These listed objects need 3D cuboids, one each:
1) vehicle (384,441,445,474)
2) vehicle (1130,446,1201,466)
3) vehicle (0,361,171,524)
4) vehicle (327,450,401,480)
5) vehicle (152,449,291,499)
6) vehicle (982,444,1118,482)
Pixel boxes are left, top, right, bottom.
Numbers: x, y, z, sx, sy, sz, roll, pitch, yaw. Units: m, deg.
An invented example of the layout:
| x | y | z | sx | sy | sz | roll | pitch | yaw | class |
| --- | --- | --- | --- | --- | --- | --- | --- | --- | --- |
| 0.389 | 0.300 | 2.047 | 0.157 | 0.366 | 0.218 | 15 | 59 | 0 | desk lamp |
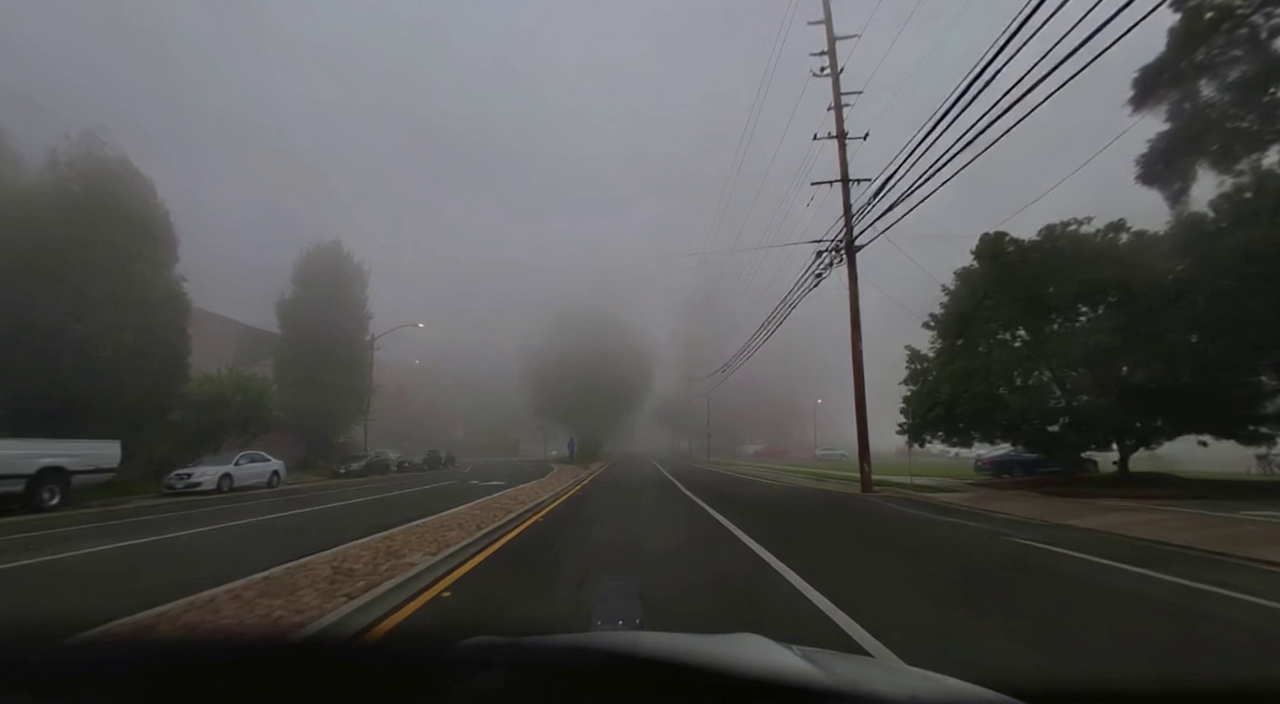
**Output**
| x | y | z | sx | sy | sz | roll | pitch | yaw | class |
| --- | --- | --- | --- | --- | --- | --- | --- | --- | --- |
| -15.170 | 7.108 | 42.817 | 2.298 | 1.979 | 4.920 | -3 | -8 | 0 | vehicle |
| 40.233 | 7.940 | 48.438 | 1.707 | 1.473 | 3.778 | 2 | -9 | -16 | vehicle |
| -15.325 | 2.067 | 13.786 | 3.434 | 3.448 | 8.662 | -4 | -9 | 1 | vehicle |
| -15.372 | 6.285 | 35.452 | 2.058 | 1.479 | 4.519 | -1 | -8 | 1 | vehicle |
| -15.451 | 4.496 | 23.701 | 2.029 | 1.520 | 4.615 | -4 | -8 | 1 | vehicle |
| 17.860 | 4.811 | 27.657 | 4.567 | 1.535 | 2.156 | 1 | -9 | -6 | vehicle |
